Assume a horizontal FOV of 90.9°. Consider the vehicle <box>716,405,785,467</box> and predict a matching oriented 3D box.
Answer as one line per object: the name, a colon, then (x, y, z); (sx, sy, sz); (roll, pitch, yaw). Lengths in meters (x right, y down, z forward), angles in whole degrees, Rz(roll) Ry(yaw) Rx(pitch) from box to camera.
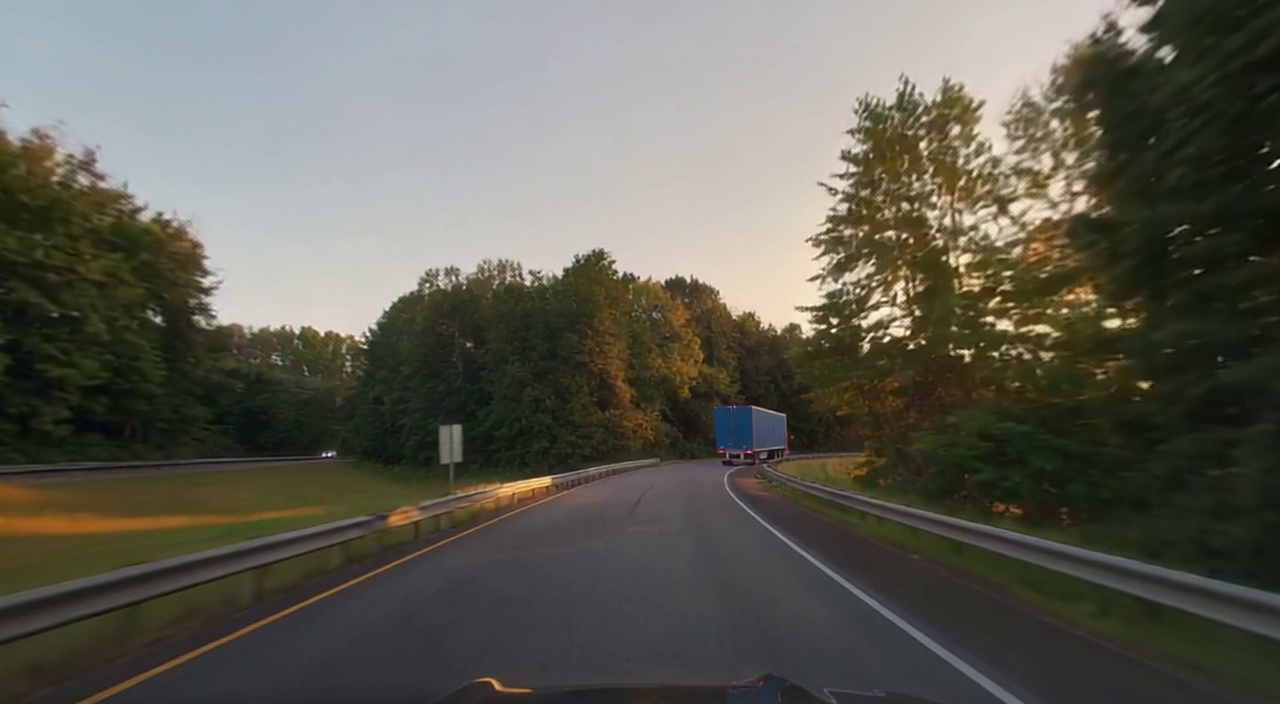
vehicle: (8.993, 6.749, 49.541); (3.087, 4.178, 13.682); (-3, -9, 19)
